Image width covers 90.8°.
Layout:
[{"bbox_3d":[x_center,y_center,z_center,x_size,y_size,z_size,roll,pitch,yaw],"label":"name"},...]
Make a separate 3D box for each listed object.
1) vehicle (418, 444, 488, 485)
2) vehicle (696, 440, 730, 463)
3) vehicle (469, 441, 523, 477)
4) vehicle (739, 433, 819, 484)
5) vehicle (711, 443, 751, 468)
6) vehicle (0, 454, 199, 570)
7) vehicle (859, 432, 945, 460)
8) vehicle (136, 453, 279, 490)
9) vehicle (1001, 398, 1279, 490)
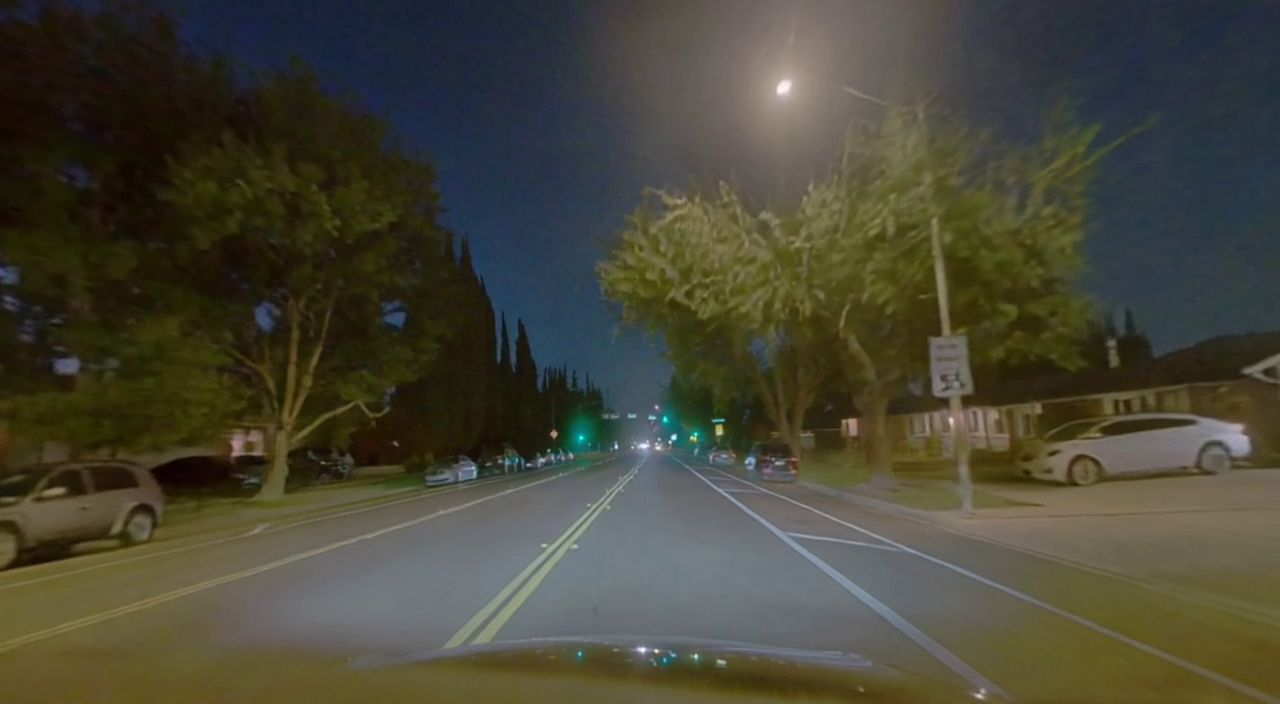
[{"bbox_3d":[-9.524,5.794,32.605,2.117,1.865,4.570,-3,-10,1],"label":"vehicle"},{"bbox_3d":[5.603,7.712,49.066,2.155,1.668,4.425,0,-8,1],"label":"vehicle"},{"bbox_3d":[-9.282,6.901,41.096,2.225,2.037,5.158,-4,-8,1],"label":"vehicle"},{"bbox_3d":[5.530,4.280,25.751,2.215,1.886,4.577,0,-8,0],"label":"vehicle"},{"bbox_3d":[5.715,6.582,40.250,1.908,1.477,4.920,0,-8,2],"label":"vehicle"},{"bbox_3d":[-10.237,2.646,10.825,2.082,1.661,4.403,-3,-10,1],"label":"vehicle"},{"bbox_3d":[14.740,5.326,35.725,3.966,1.500,1.998,-1,-8,3],"label":"vehicle"},{"bbox_3d":[-18.352,5.059,26.969,4.699,1.476,1.949,0,-8,1],"label":"vehicle"},{"bbox_3d":[13.359,2.331,16.254,6.619,1.884,2.225,-3,-9,2],"label":"vehicle"}]
